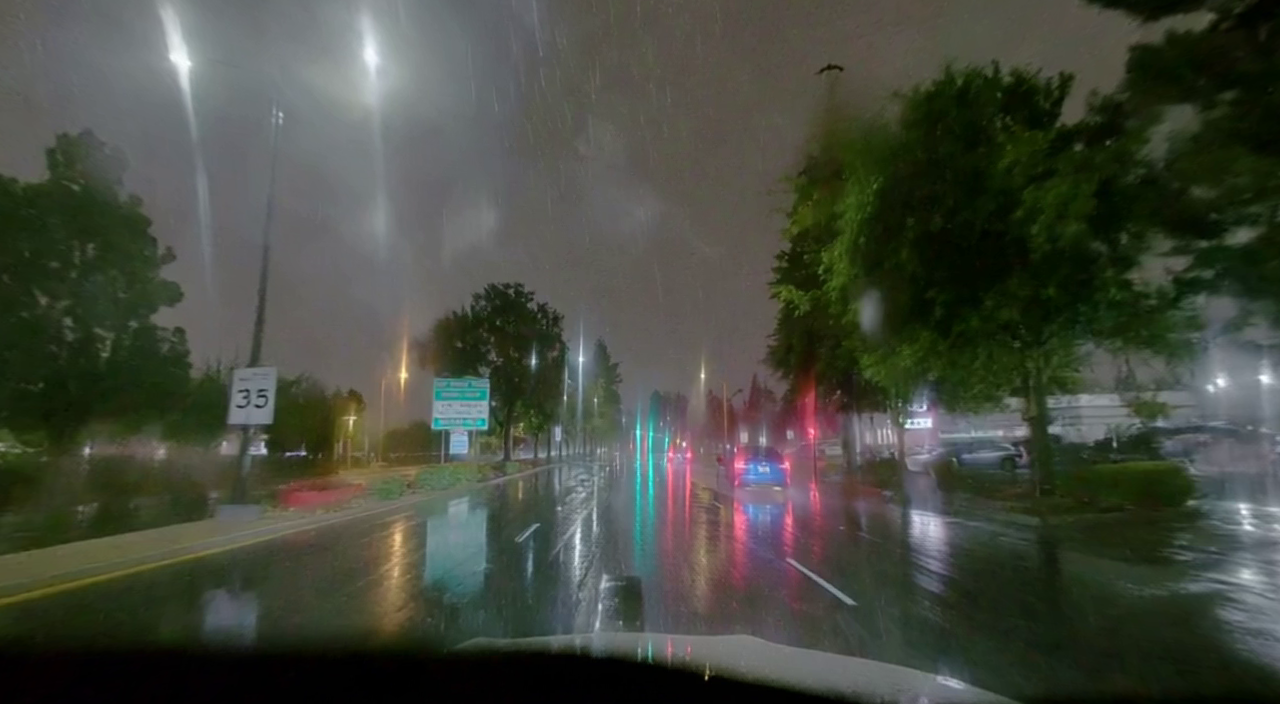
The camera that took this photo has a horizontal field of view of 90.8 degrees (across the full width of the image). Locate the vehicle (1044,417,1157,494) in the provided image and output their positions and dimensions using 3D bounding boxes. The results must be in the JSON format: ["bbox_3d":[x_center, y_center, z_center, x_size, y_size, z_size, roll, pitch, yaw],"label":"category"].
[{"bbox_3d":[14.959,3.371,20.898,2.359,2.154,5.815,-5,-10,31],"label":"vehicle"}]

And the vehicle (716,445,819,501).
[{"bbox_3d":[3.711,3.585,19.281,2.033,1.482,4.571,0,-8,-2],"label":"vehicle"}]

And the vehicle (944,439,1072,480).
[{"bbox_3d":[15.398,4.502,26.618,4.112,1.642,2.055,0,-8,-2],"label":"vehicle"}]

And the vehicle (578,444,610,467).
[{"bbox_3d":[-3.550,8.109,49.605,2.184,1.698,4.324,0,-8,0],"label":"vehicle"}]

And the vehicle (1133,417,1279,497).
[{"bbox_3d":[17.619,3.268,20.002,2.352,2.140,5.254,-5,-10,30],"label":"vehicle"}]
